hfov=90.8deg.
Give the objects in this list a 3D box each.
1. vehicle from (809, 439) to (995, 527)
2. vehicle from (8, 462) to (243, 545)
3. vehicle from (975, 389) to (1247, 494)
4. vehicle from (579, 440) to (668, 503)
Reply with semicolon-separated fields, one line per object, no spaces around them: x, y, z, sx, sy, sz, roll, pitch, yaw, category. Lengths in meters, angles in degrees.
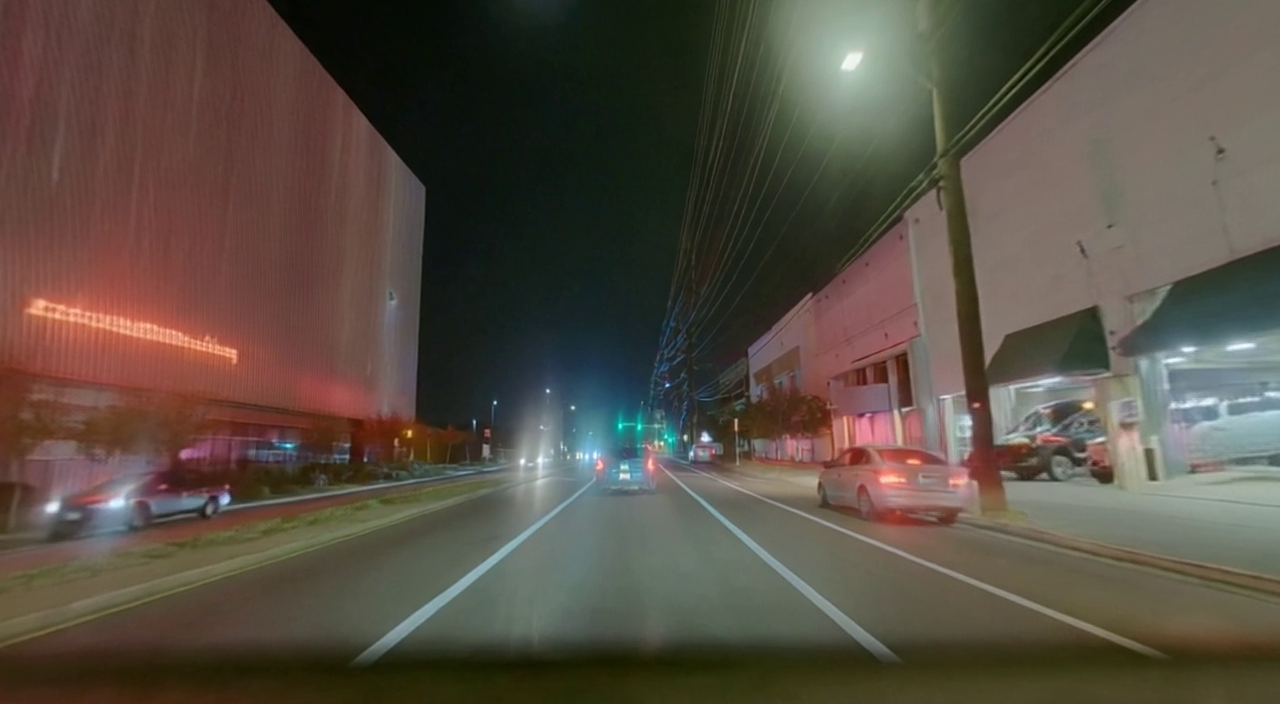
5.219;2.628;13.393;1.937;1.523;4.541;0;-8;-1;vehicle
-11.505;3.362;14.632;1.817;1.480;4.282;0;-8;0;vehicle
11.231;2.248;15.933;2.329;2.145;5.841;0;-8;0;vehicle
-0.418;3.141;17.058;2.116;1.479;3.980;0;-8;0;vehicle
